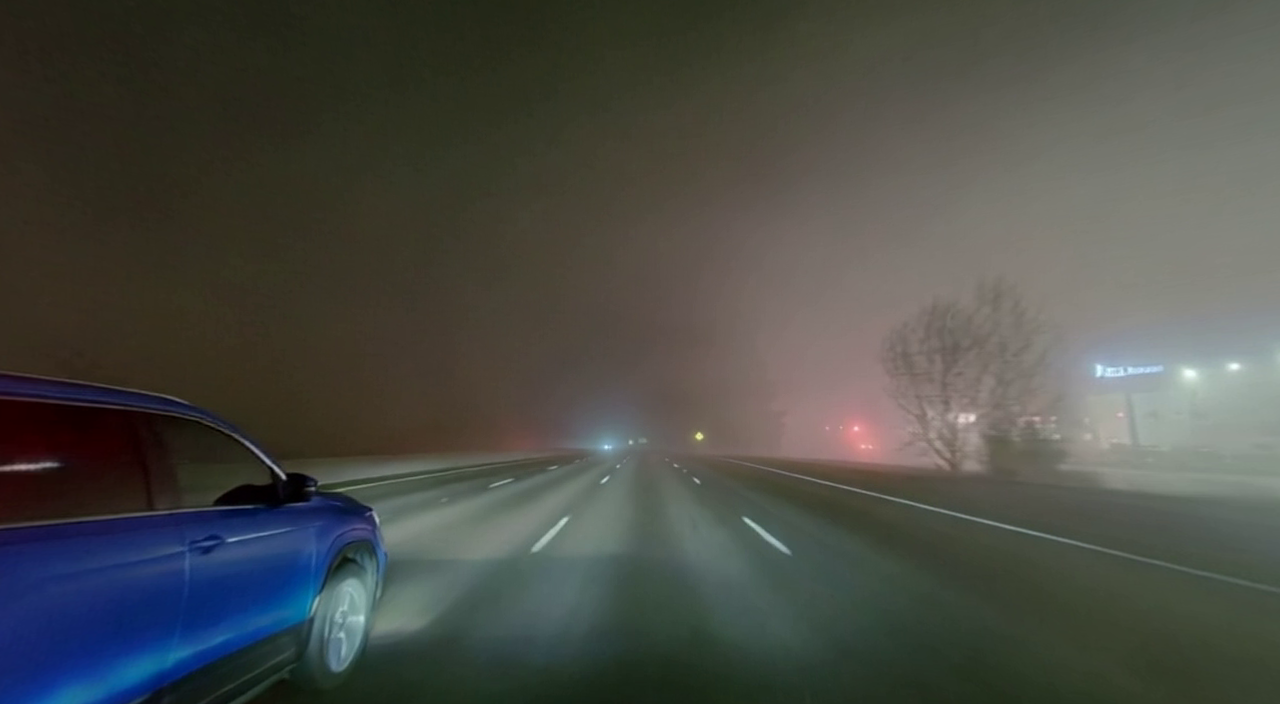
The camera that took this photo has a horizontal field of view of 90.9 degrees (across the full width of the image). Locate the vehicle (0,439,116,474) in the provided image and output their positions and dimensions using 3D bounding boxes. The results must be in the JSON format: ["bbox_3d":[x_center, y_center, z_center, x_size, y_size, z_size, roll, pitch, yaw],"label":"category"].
[{"bbox_3d":[-27.229,4.815,29.241,1.911,1.474,4.571,0,-8,0],"label":"vehicle"}]
